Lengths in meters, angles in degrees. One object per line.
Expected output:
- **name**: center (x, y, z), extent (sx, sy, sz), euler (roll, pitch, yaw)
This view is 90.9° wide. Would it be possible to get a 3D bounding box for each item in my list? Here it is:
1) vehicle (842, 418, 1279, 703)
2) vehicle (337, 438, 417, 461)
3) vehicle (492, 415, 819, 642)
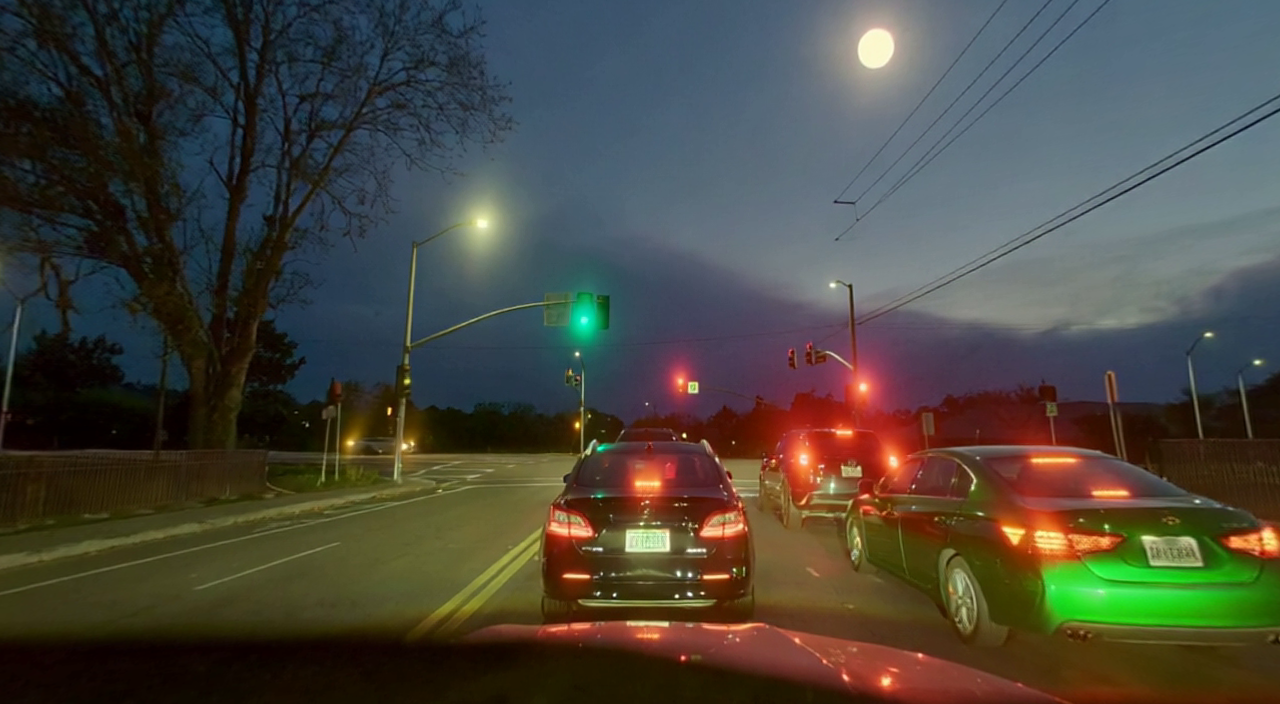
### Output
- **vehicle**: center (3.084, 1.244, 4.142), extent (2.027, 1.432, 4.431), euler (0, -8, 0)
- **vehicle**: center (-17.242, 6.411, 41.462), extent (4.406, 1.458, 1.892), euler (-1, -8, 7)
- **vehicle**: center (0.072, 1.496, 6.441), extent (2.170, 1.497, 4.369), euler (0, -8, -1)
